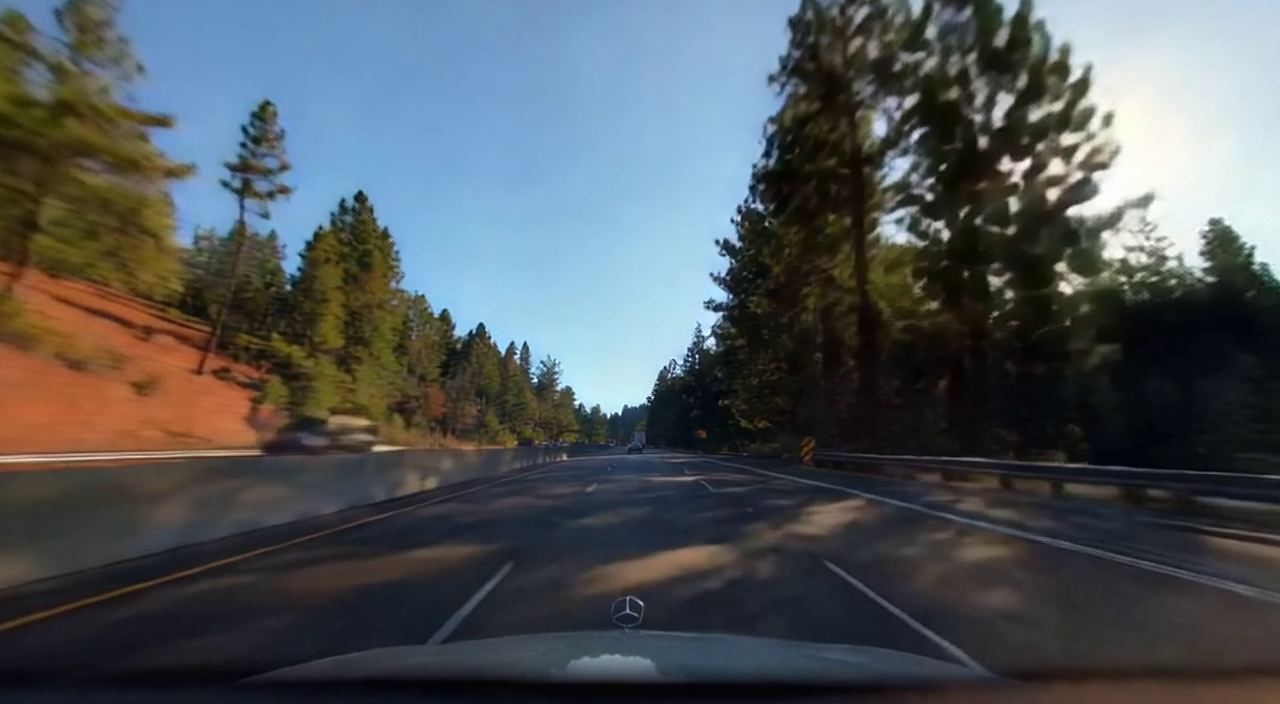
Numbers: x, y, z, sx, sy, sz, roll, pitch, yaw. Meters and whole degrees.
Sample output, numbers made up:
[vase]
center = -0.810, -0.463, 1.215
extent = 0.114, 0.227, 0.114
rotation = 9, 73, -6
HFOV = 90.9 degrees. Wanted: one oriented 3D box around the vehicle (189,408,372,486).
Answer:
[vehicle]
center = -9.542, 2.602, 17.378
extent = 2.147, 1.836, 4.829
rotation = 0, -8, 0
